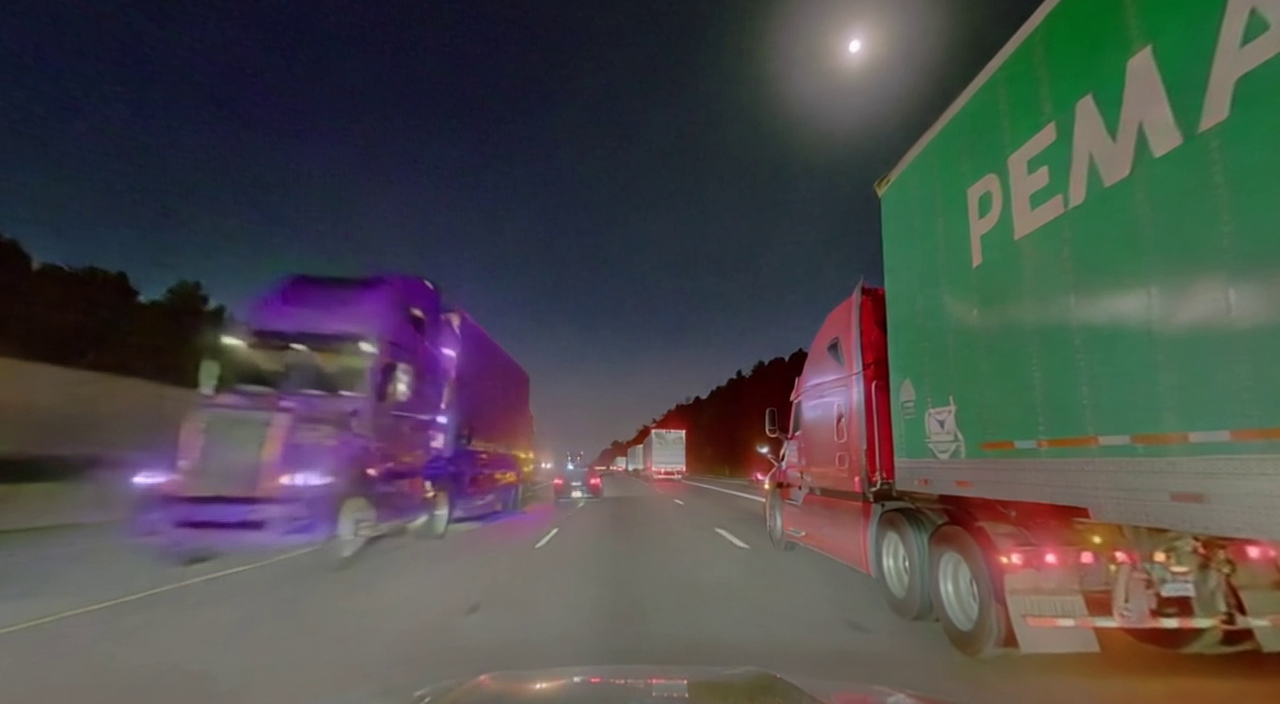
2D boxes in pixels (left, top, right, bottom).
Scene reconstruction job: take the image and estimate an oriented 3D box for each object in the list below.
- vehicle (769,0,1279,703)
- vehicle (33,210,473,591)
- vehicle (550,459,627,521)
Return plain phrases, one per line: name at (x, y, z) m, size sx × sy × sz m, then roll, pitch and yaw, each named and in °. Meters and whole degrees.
vehicle at (3.900, 0.212, 4.133) m, size 2.856 × 4.040 × 14.009 m, roll 1°, pitch -10°, yaw -1°
vehicle at (-4.838, 0.901, 9.556) m, size 3.099 × 4.220 × 5.196 m, roll 1°, pitch -10°, yaw -1°
vehicle at (-1.426, 4.130, 19.267) m, size 2.010 × 1.580 × 4.949 m, roll 1°, pitch -10°, yaw -1°
